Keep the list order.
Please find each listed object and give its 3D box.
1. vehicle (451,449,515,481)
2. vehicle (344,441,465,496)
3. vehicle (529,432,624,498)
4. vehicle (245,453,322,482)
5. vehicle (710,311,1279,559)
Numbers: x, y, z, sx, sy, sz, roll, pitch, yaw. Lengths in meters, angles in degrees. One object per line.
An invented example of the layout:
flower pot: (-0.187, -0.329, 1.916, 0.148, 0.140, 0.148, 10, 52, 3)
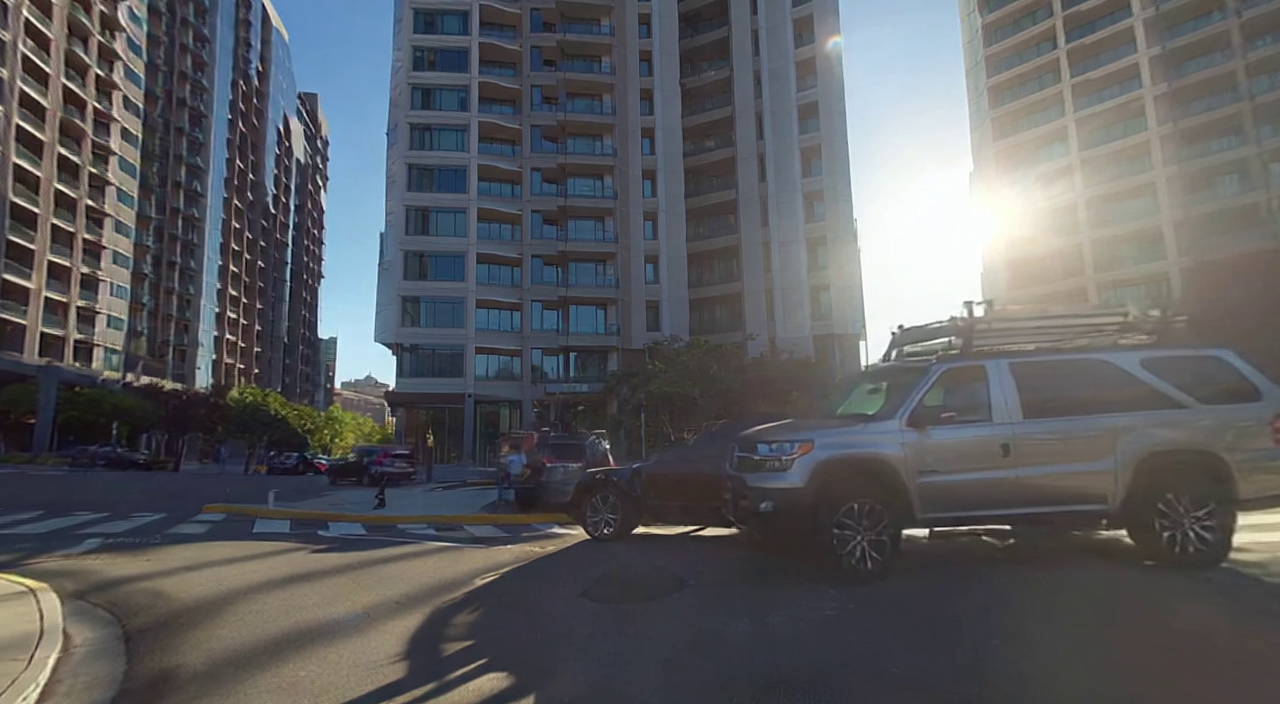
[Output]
vehicle: (-7.892, 5.707, 32.182, 2.164, 1.494, 4.235, 0, -8, 0)
vehicle: (-8.162, 4.074, 22.438, 2.395, 1.719, 4.549, 0, -8, 2)
vehicle: (-1.748, 3.324, 18.879, 2.144, 1.733, 4.115, -1, -8, 4)
vehicle: (-19.432, 6.293, 34.510, 3.467, 1.456, 1.649, 4, -9, -24)
vehicle: (4.532, 1.092, 8.361, 6.932, 2.753, 2.446, 0, -8, 2)
